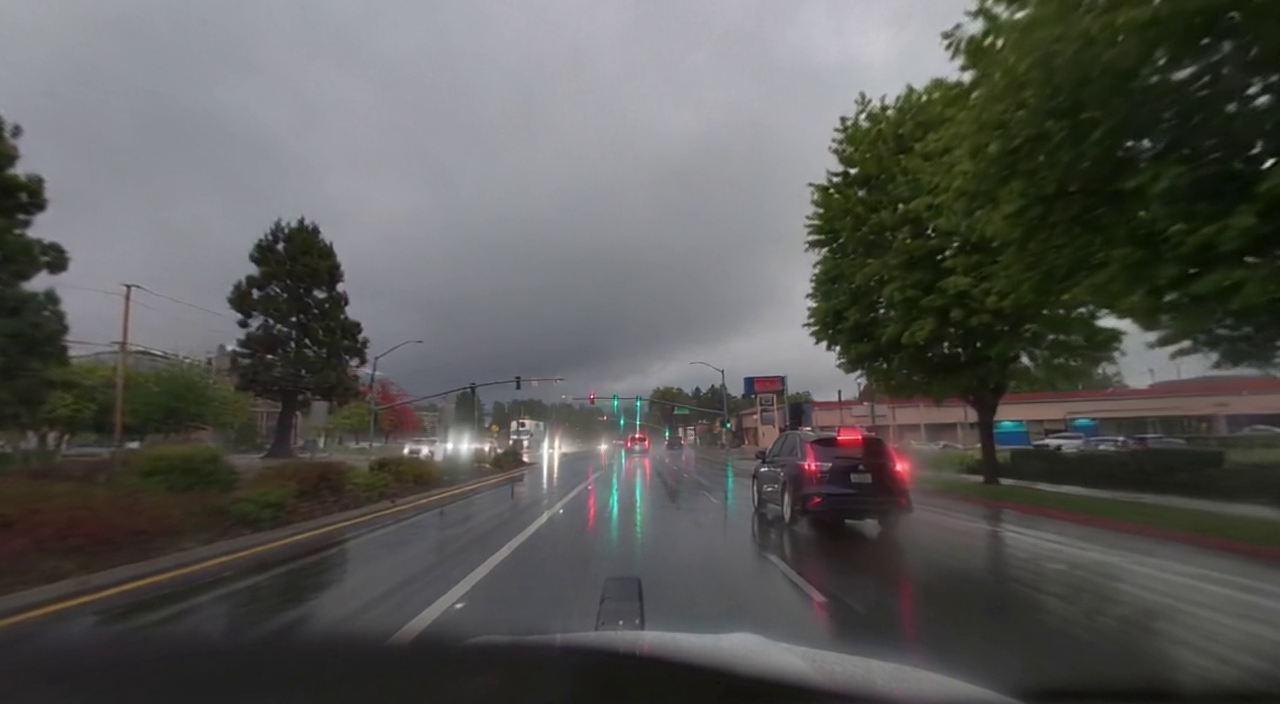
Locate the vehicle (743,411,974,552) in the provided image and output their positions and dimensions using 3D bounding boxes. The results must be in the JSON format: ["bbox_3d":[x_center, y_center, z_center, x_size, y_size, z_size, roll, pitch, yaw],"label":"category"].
[{"bbox_3d":[3.004,1.884,9.896,1.969,1.682,4.387,0,-8,-1],"label":"vehicle"}]

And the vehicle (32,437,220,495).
[{"bbox_3d":[-15.027,3.333,18.885,1.849,1.477,4.513,0,-8,-1],"label":"vehicle"}]

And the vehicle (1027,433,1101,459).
[{"bbox_3d":[31.329,6.993,46.856,1.980,1.792,4.850,0,-8,-1],"label":"vehicle"}]

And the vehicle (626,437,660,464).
[{"bbox_3d":[0.129,6.040,38.848,2.023,1.532,3.891,0,-8,-1],"label":"vehicle"}]

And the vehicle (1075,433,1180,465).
[{"bbox_3d":[25.609,5.117,33.421,1.924,1.595,4.372,0,-8,-2],"label":"vehicle"}]

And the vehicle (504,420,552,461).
[{"bbox_3d":[-7.505,6.001,42.817,2.334,2.525,5.893,0,-8,-2],"label":"vehicle"}]
